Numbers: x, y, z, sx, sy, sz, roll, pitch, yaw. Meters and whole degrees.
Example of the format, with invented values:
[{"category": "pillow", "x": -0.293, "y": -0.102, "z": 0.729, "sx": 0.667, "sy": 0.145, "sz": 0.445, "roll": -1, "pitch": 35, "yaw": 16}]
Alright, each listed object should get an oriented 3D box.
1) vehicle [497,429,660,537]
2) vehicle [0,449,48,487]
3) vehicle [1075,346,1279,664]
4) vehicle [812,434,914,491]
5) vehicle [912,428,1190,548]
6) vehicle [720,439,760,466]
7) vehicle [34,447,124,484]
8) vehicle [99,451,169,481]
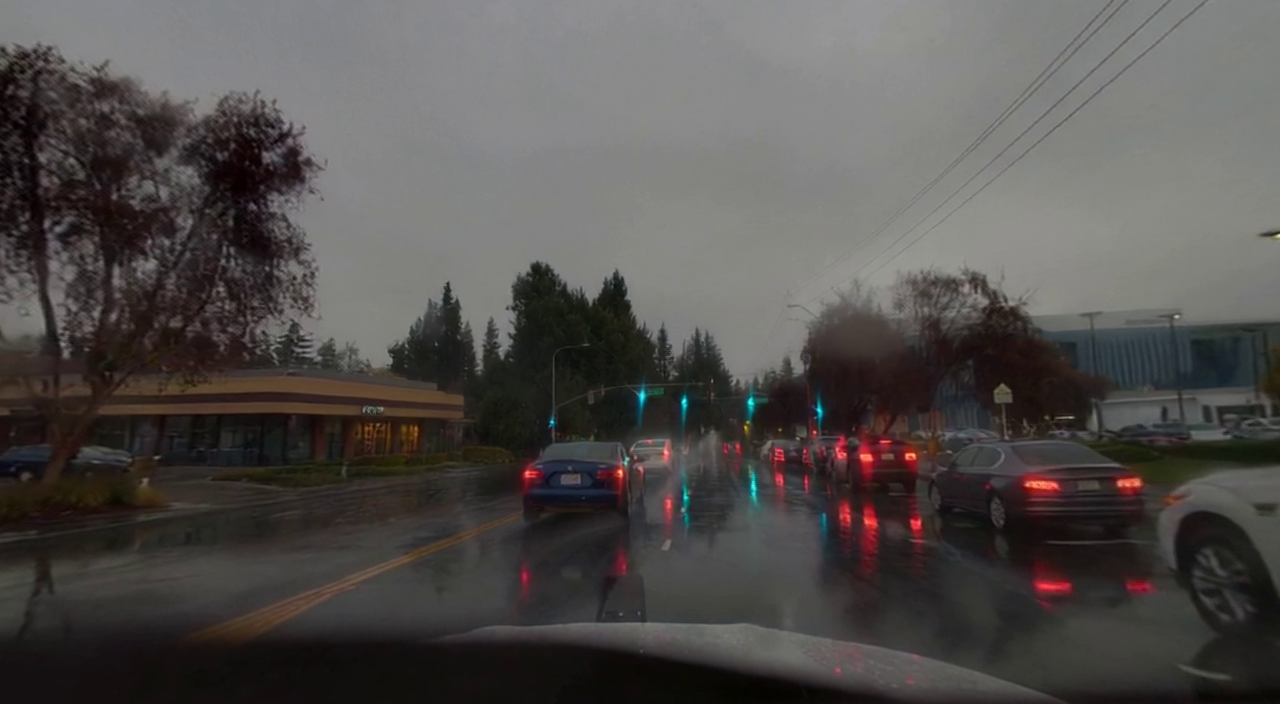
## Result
[{"category": "vehicle", "x": -0.817, "y": 2.169, "z": 11.139, "sx": 1.968, "sy": 1.497, "sz": 4.286, "roll": -1, "pitch": -8, "yaw": 7}, {"category": "vehicle", "x": -27.081, "y": 4.925, "z": 27.027, "sx": 3.865, "sy": 1.499, "sz": 1.804, "roll": -7, "pitch": -11, "yaw": 38}, {"category": "vehicle", "x": 4.946, "y": 0.789, "z": 2.881, "sx": 2.324, "sy": 1.907, "sz": 5.634, "roll": -1, "pitch": -8, "yaw": 6}, {"category": "vehicle", "x": 6.605, "y": 3.302, "z": 19.235, "sx": 1.910, "sy": 1.493, "sz": 4.490, "roll": -1, "pitch": -8, "yaw": 6}, {"category": "vehicle", "x": 6.124, "y": 2.033, "z": 10.215, "sx": 1.857, "sy": 1.483, "sz": 4.430, "roll": -1, "pitch": -8, "yaw": 6}, {"category": "vehicle", "x": 5.809, "y": 5.906, "z": 37.313, "sx": 2.095, "sy": 1.473, "sz": 4.301, "roll": -1, "pitch": -8, "yaw": 6}, {"category": "vehicle", "x": -26.535, "y": 5.299, "z": 29.877, "sx": 4.127, "sy": 1.583, "sz": 1.978, "roll": -5, "pitch": -10, "yaw": 32}, {"category": "vehicle", "x": -25.956, "y": 5.794, "z": 32.374, "sx": 3.527, "sy": 1.390, "sz": 1.681, "roll": -5, "pitch": -10, "yaw": 33}]
